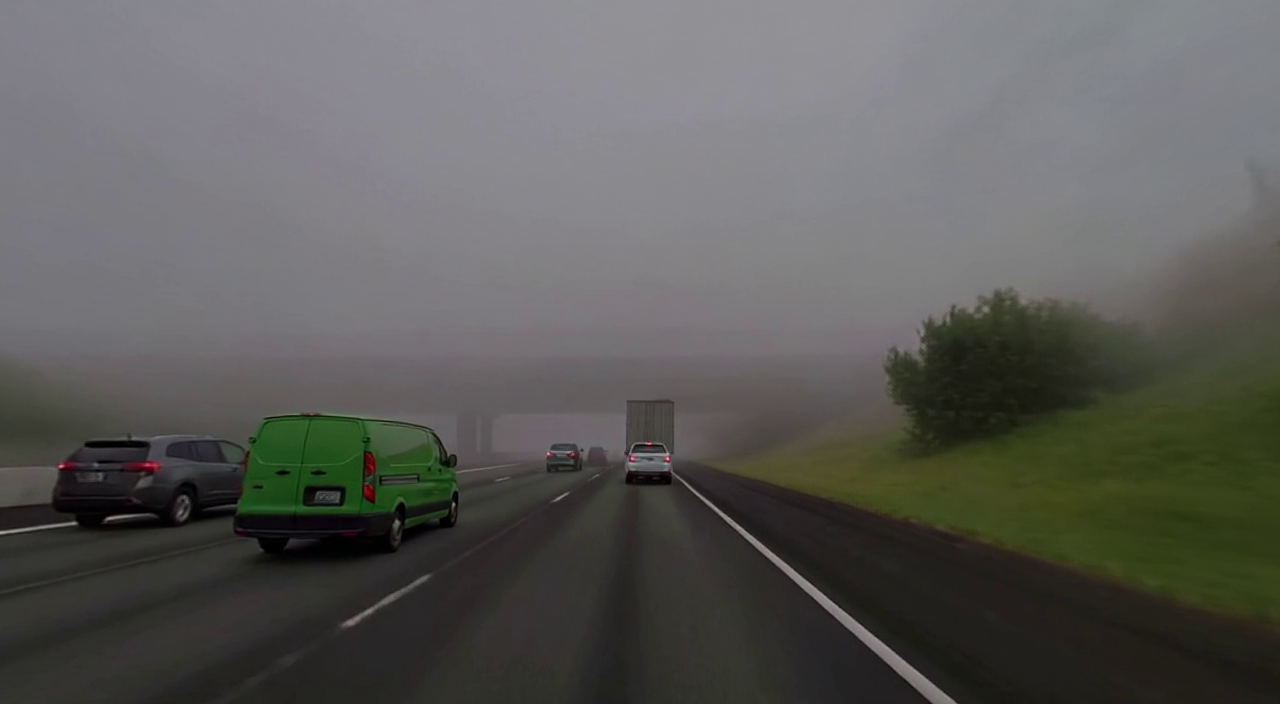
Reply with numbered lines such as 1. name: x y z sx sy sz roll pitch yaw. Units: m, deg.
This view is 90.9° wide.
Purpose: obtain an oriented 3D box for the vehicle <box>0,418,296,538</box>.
1. vehicle: -8.318 2.113 11.059 2.093 1.675 4.233 0 -9 0

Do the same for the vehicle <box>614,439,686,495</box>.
1. vehicle: 0.281 3.446 19.160 1.991 1.507 3.391 0 -9 0

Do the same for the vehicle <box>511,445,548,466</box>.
1. vehicle: -7.833 7.404 44.969 1.886 1.414 4.028 0 -9 1

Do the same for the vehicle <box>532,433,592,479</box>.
1. vehicle: -3.360 4.594 27.980 2.068 1.862 4.234 0 -9 1

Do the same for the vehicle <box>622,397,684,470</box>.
1. vehicle: 0.608 5.734 42.642 3.289 3.822 18.653 0 -9 0

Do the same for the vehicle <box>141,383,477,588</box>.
1. vehicle: -3.581 1.538 7.877 1.951 1.882 3.979 0 -9 0
